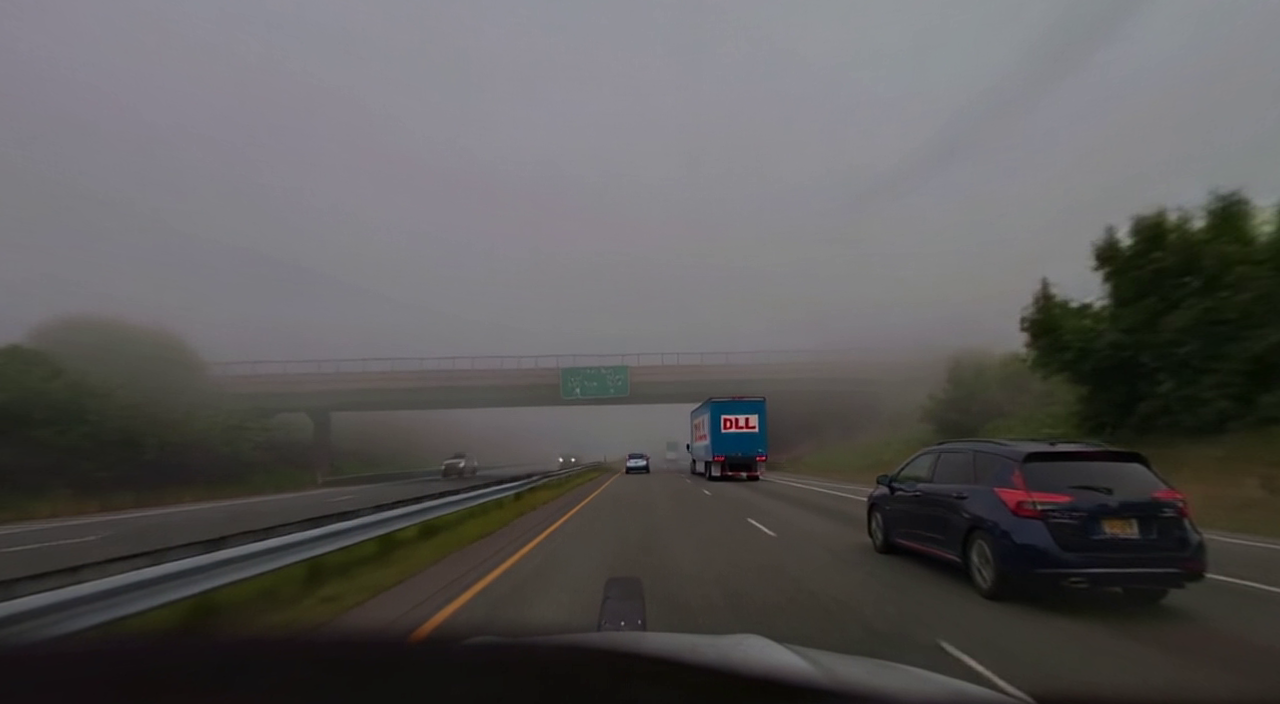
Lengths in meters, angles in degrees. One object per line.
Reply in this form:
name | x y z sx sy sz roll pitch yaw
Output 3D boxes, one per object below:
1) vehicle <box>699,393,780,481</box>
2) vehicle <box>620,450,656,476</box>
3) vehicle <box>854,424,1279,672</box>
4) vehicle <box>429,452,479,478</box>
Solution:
vehicle | 4.961 4.522 33.043 2.838 3.985 8.010 0 -9 0
vehicle | -0.104 6.731 38.310 2.055 1.445 3.661 -1 -9 0
vehicle | 3.693 1.497 5.901 1.894 1.452 4.164 0 -9 0
vehicle | -12.826 7.846 43.828 2.029 1.656 4.587 -1 -9 1
